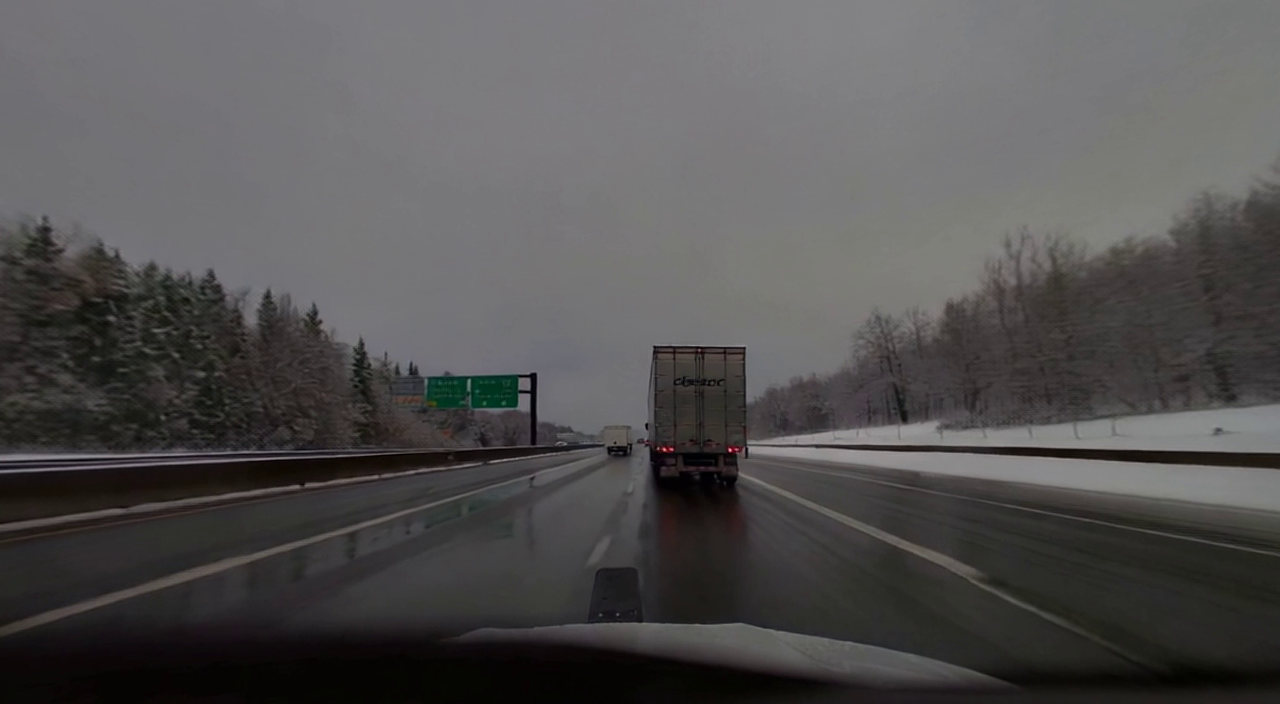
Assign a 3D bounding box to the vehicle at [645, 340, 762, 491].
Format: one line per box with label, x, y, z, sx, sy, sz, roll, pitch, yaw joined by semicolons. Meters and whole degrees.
vehicle;1.648;2.270;21.067;2.920;3.860;10.035;0;-8;0
